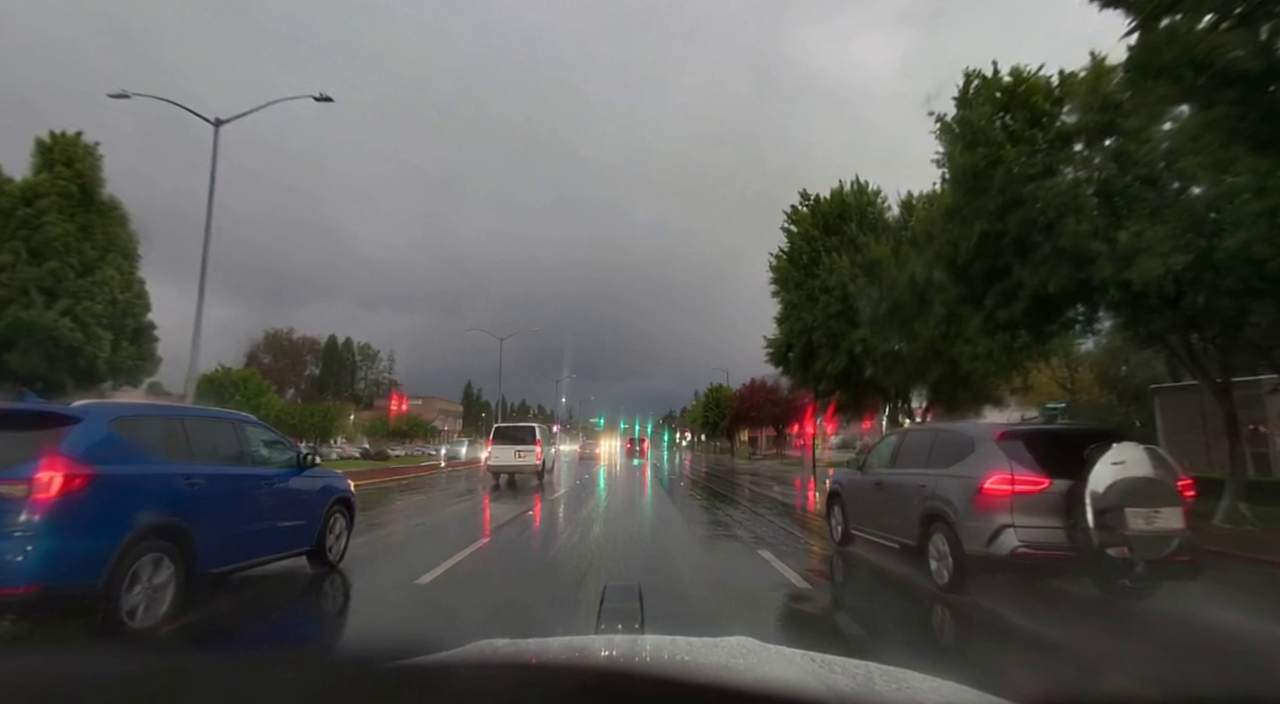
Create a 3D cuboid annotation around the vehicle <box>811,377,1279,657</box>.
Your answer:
[{"bbox_3d":[3.578,1.423,6.543,2.167,1.792,4.835,0,-9,-1],"label":"vehicle"}]

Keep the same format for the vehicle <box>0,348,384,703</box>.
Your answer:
[{"bbox_3d":[-3.998,1.164,5.049,2.038,1.748,4.303,0,-9,0],"label":"vehicle"}]

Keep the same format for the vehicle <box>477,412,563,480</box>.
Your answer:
[{"bbox_3d":[-5.055,4.142,27.754,2.863,2.592,6.410,1,-9,-3],"label":"vehicle"}]
